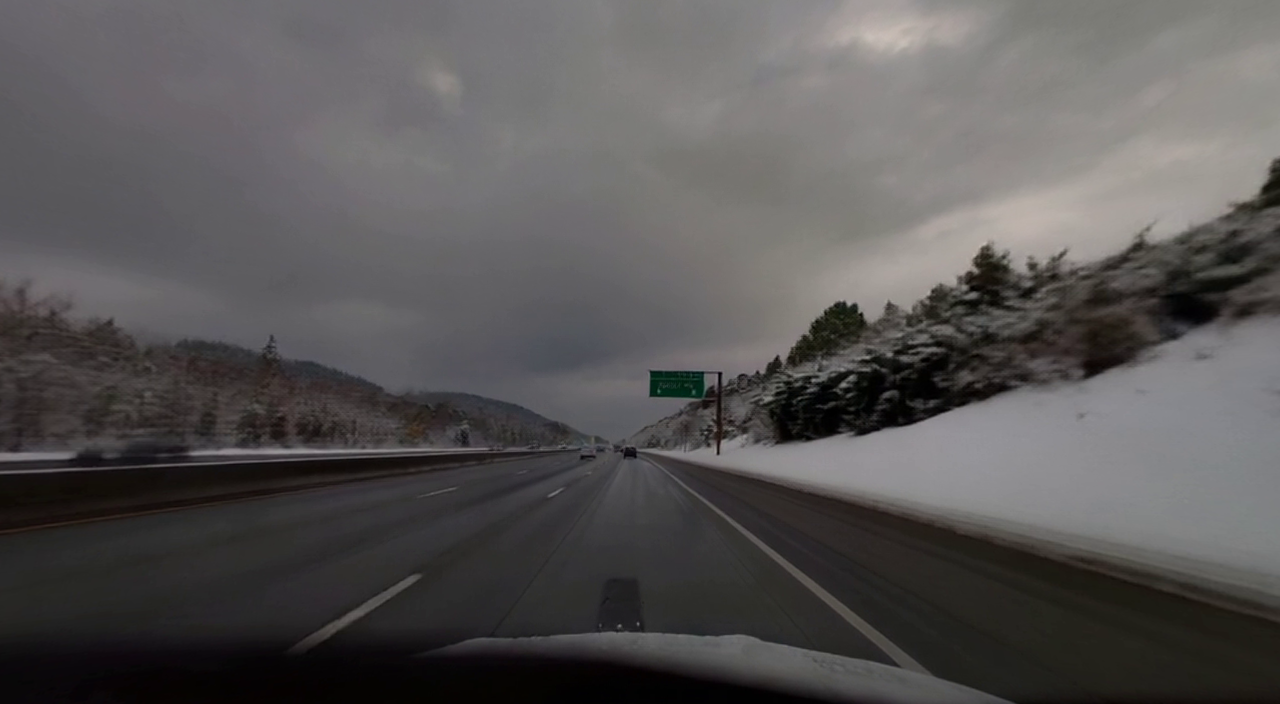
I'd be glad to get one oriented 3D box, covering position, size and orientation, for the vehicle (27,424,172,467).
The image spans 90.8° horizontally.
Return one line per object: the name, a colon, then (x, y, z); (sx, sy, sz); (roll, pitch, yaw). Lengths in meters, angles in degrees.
vehicle: (-20.055, 3.519, 23.691); (1.817, 1.464, 4.143); (0, -9, -1)
